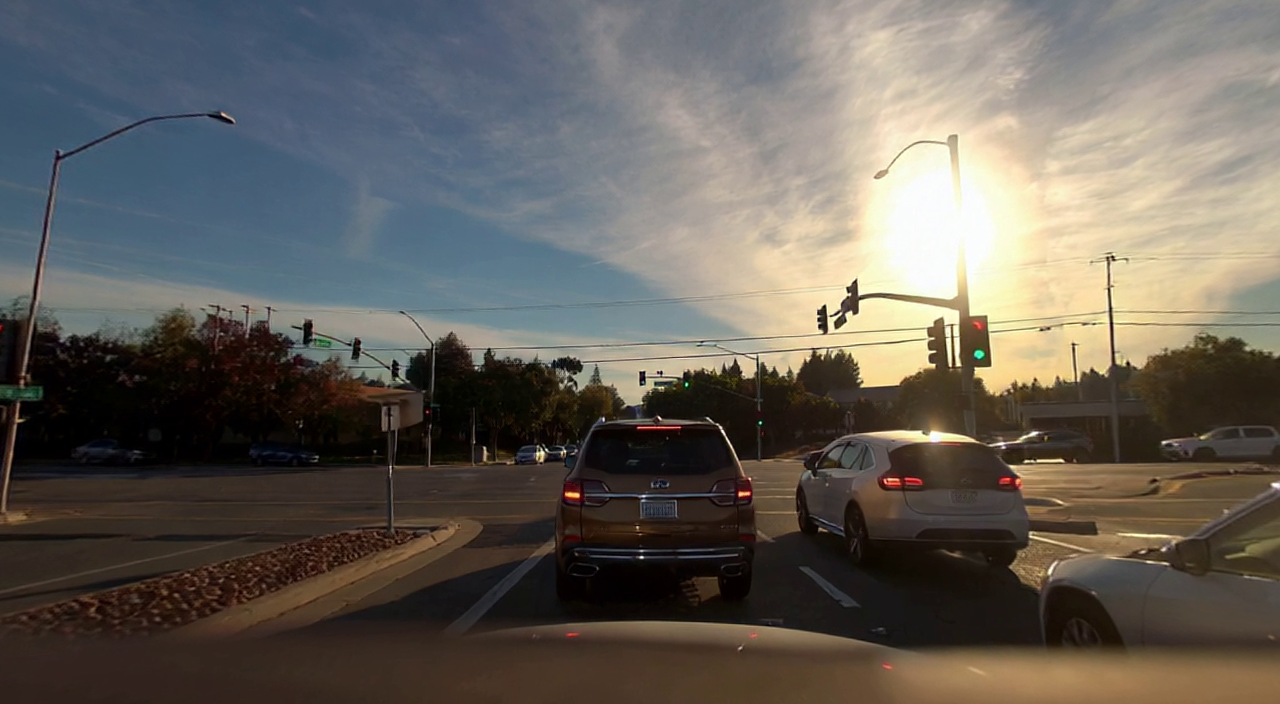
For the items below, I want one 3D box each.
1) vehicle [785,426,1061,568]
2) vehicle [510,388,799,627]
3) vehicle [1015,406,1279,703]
[{"bbox_3d":[3.527,1.868,8.936,1.861,1.495,4.215,0,-8,-1],"label":"vehicle"},{"bbox_3d":[0.108,1.499,7.076,2.170,1.793,4.468,0,-8,0],"label":"vehicle"},{"bbox_3d":[3.157,0.815,1.426,1.924,1.466,4.461,0,-8,1],"label":"vehicle"}]
